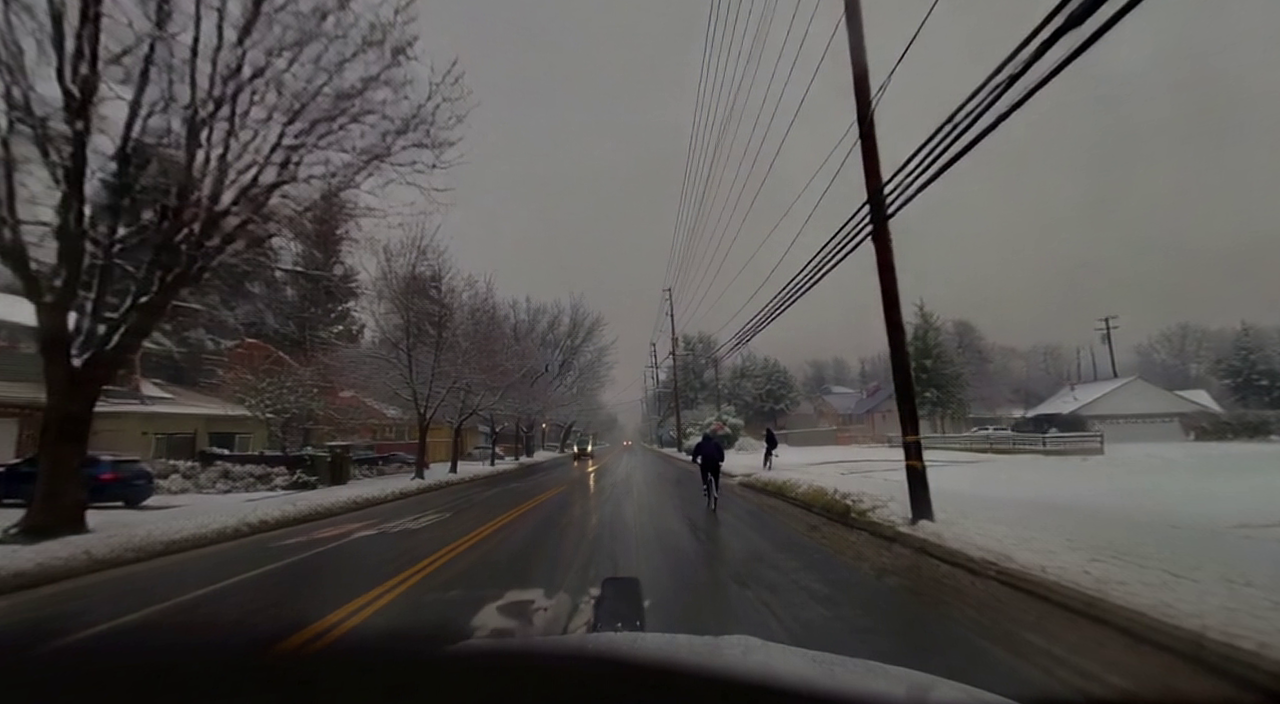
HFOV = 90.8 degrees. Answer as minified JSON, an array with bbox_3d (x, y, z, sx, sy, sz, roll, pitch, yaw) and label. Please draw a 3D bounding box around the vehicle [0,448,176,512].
[{"bbox_3d":[-14.520,3.193,15.952,4.143,1.480,1.755,0,-8,-2],"label":"vehicle"}]
